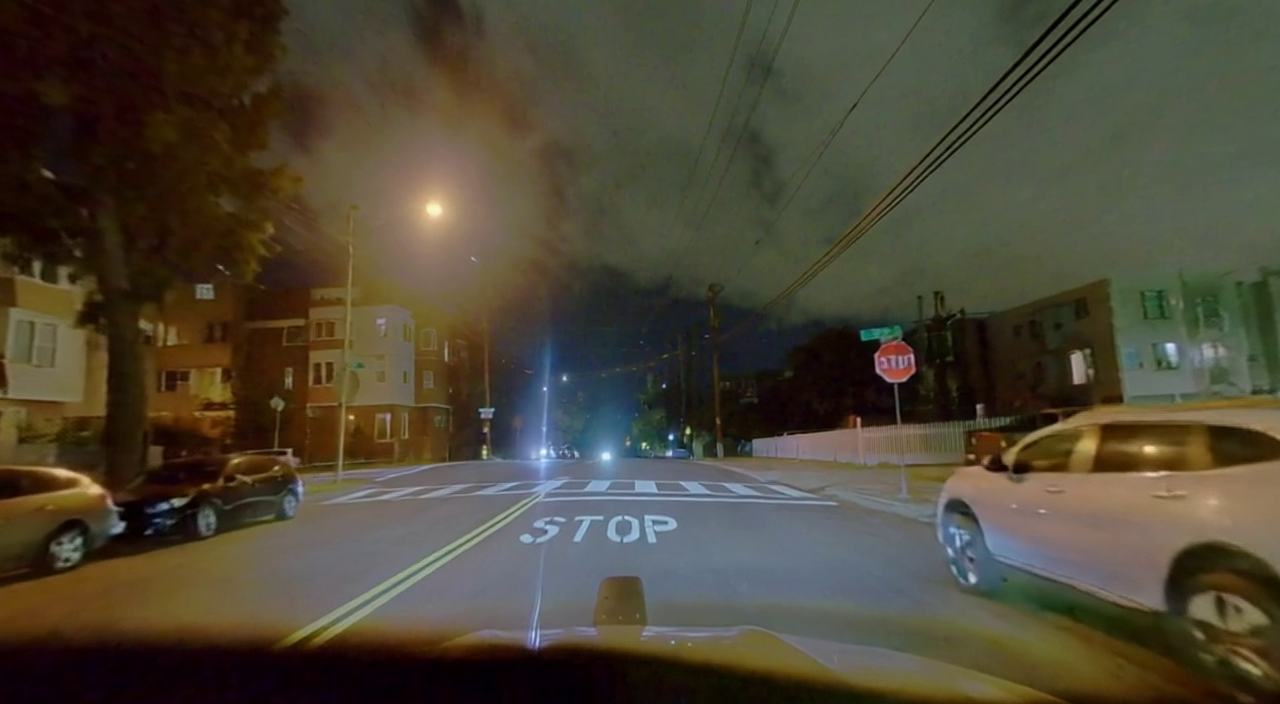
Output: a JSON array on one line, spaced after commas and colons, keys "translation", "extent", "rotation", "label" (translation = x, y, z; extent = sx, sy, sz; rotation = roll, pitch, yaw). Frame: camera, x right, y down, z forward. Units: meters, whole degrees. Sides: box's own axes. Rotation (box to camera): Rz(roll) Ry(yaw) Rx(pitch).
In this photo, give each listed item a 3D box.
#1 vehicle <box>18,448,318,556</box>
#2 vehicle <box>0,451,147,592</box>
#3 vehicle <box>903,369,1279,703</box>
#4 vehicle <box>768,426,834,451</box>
[{"translation": [-8.147, 2.561, 11.676], "extent": [2.018, 1.493, 4.693], "rotation": [-1, -8, -1], "label": "vehicle"}, {"translation": [-7.871, 1.809, 6.515], "extent": [1.904, 1.488, 4.600], "rotation": [0, -8, -1], "label": "vehicle"}, {"translation": [3.723, 1.110, 4.292], "extent": [1.976, 1.614, 4.052], "rotation": [0, -8, -2], "label": "vehicle"}, {"translation": [11.325, 6.091, 44.301], "extent": [4.509, 1.664, 1.981], "rotation": [5, -10, -34], "label": "vehicle"}]
